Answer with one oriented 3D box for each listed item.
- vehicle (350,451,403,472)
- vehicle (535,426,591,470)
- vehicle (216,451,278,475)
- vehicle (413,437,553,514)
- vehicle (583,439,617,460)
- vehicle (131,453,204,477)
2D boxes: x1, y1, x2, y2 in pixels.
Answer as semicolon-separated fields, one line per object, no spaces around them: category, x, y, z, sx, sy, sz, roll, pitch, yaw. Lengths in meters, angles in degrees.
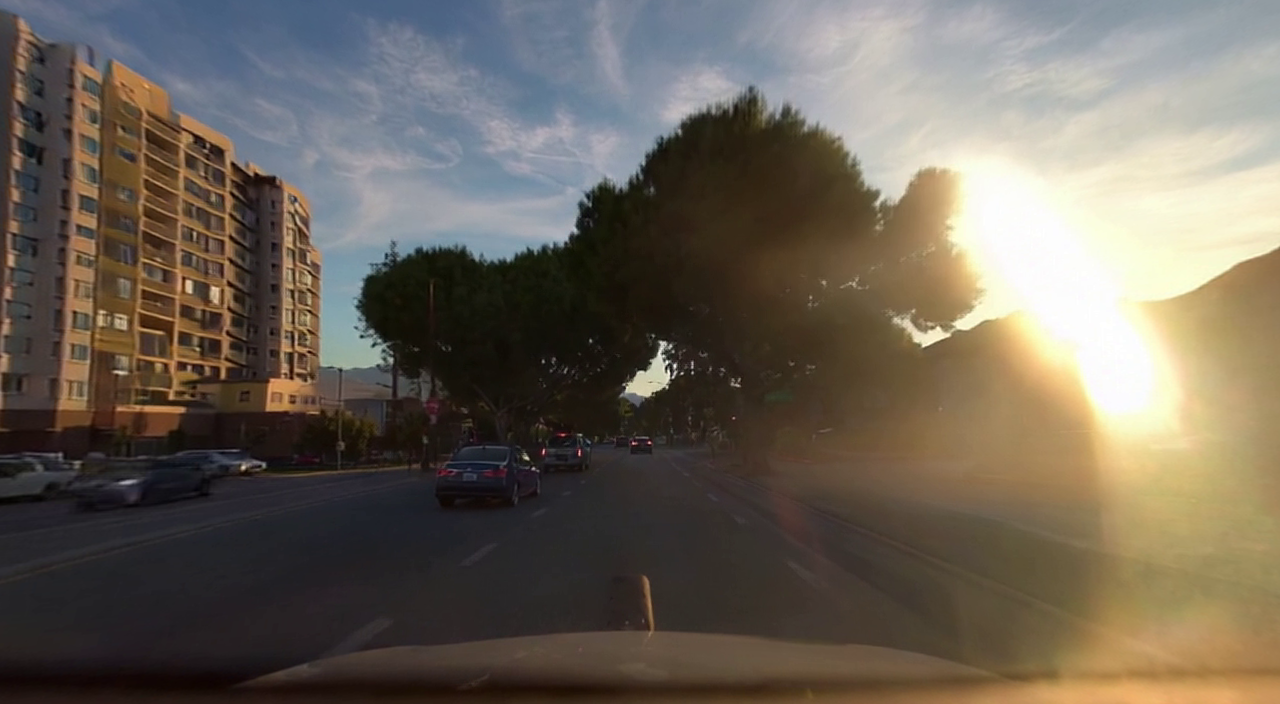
vehicle;-19.894;8.270;47.808;1.878;1.472;4.736;0;-9;1
vehicle;-3.698;4.744;31.123;2.152;1.987;4.527;0;-9;1
vehicle;-28.918;8.142;46.495;1.859;1.614;4.102;0;-9;0
vehicle;-3.227;2.636;13.965;1.959;1.406;4.272;0;-9;1
vehicle;-3.022;7.539;48.760;2.246;1.481;4.146;0;-9;1
vehicle;-34.533;8.277;46.203;1.868;1.591;4.503;0;-9;0
